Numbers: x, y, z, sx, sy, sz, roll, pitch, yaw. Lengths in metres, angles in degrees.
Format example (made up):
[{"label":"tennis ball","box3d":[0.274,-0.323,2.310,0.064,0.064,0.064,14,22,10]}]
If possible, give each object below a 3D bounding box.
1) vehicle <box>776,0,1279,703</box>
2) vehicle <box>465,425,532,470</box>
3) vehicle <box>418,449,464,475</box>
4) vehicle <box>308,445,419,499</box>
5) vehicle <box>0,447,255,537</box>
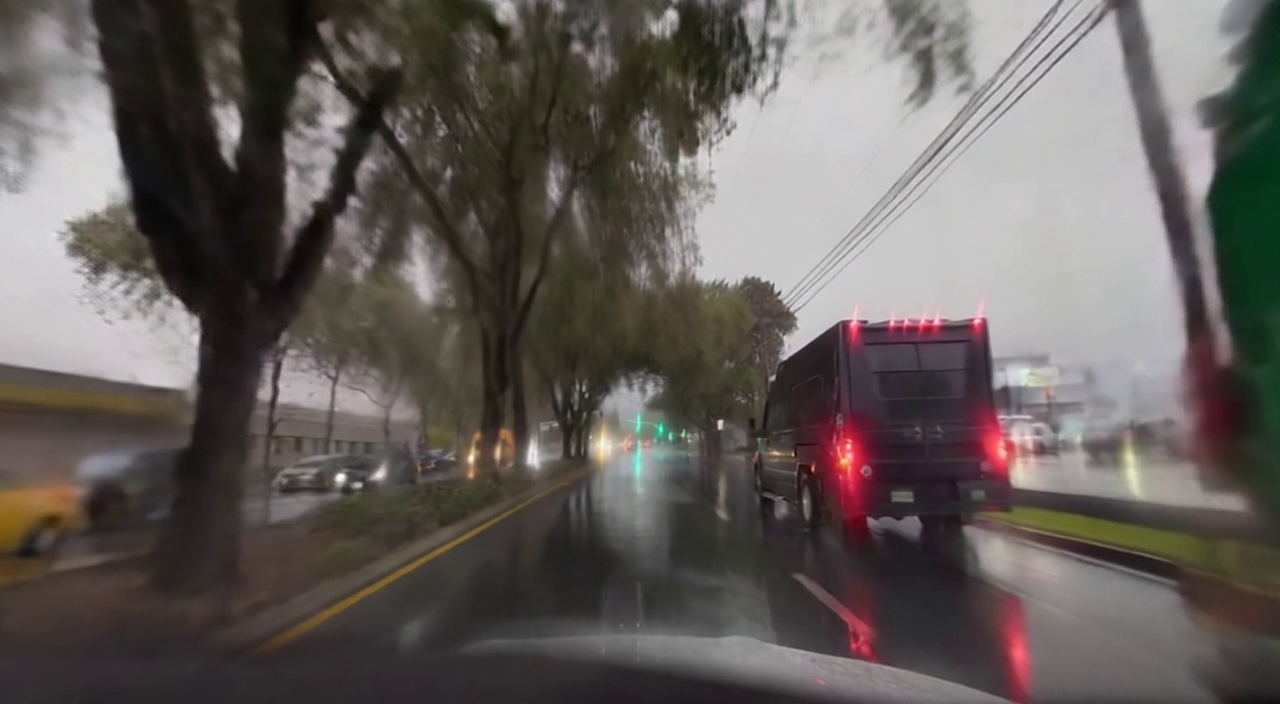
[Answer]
[{"label":"vehicle","box3d":[3.823,0.371,5.655,2.731,3.407,10.262,0,-8,-1]},{"label":"vehicle","box3d":[-10.516,7.260,48.044,3.257,3.085,9.164,0,-8,-2]},{"label":"vehicle","box3d":[-14.301,7.871,45.637,1.901,1.737,4.557,0,-8,-1]},{"label":"vehicle","box3d":[-10.114,4.379,23.569,2.089,1.754,4.573,0,-8,-1]},{"label":"vehicle","box3d":[-13.710,3.637,17.458,2.294,1.960,6.258,0,-8,-1]}]
